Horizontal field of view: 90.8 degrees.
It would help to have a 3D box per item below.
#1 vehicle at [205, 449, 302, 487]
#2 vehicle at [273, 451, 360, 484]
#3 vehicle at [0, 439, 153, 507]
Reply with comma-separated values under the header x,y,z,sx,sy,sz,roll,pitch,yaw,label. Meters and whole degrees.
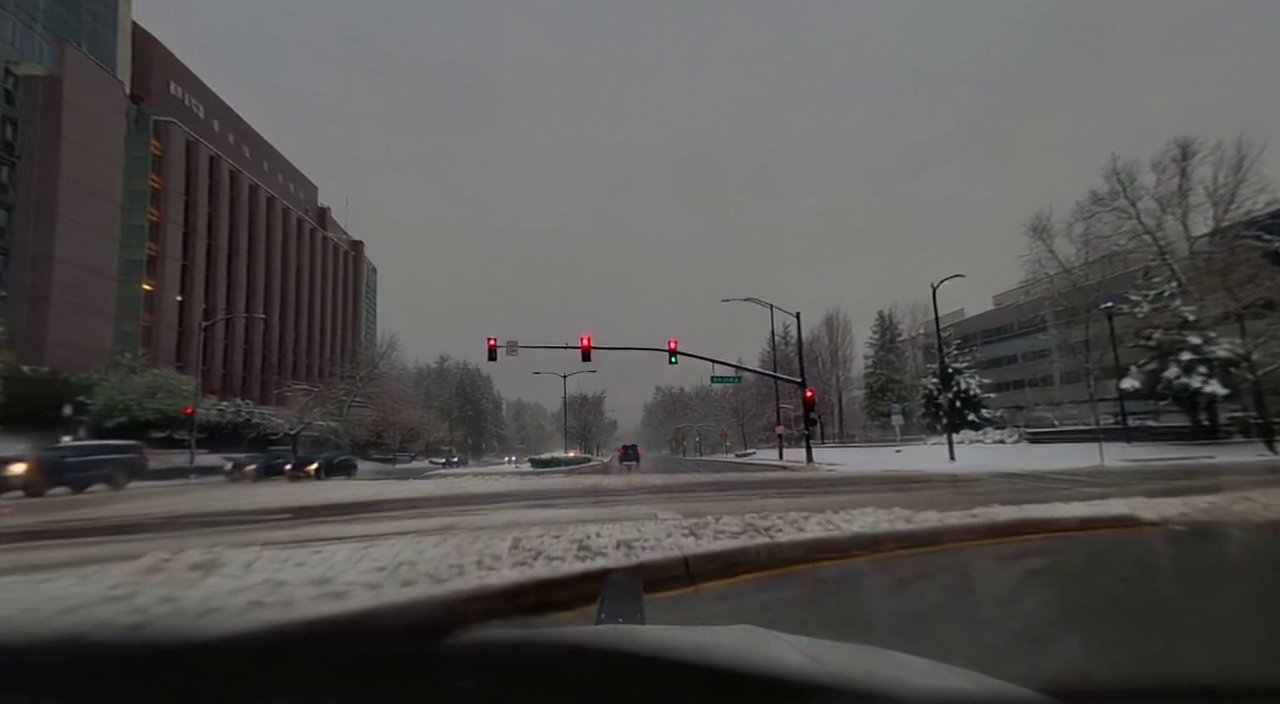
x,y,z,sx,sy,sz,roll,pitch,yaw,label
-19.703,5.897,32.473,2.093,1.654,4.601,-3,-8,0,vehicle
-16.368,5.829,32.297,1.922,1.448,4.702,-2,-8,1,vehicle
-19.910,4.012,21.424,2.380,1.963,5.458,-2,-8,1,vehicle
